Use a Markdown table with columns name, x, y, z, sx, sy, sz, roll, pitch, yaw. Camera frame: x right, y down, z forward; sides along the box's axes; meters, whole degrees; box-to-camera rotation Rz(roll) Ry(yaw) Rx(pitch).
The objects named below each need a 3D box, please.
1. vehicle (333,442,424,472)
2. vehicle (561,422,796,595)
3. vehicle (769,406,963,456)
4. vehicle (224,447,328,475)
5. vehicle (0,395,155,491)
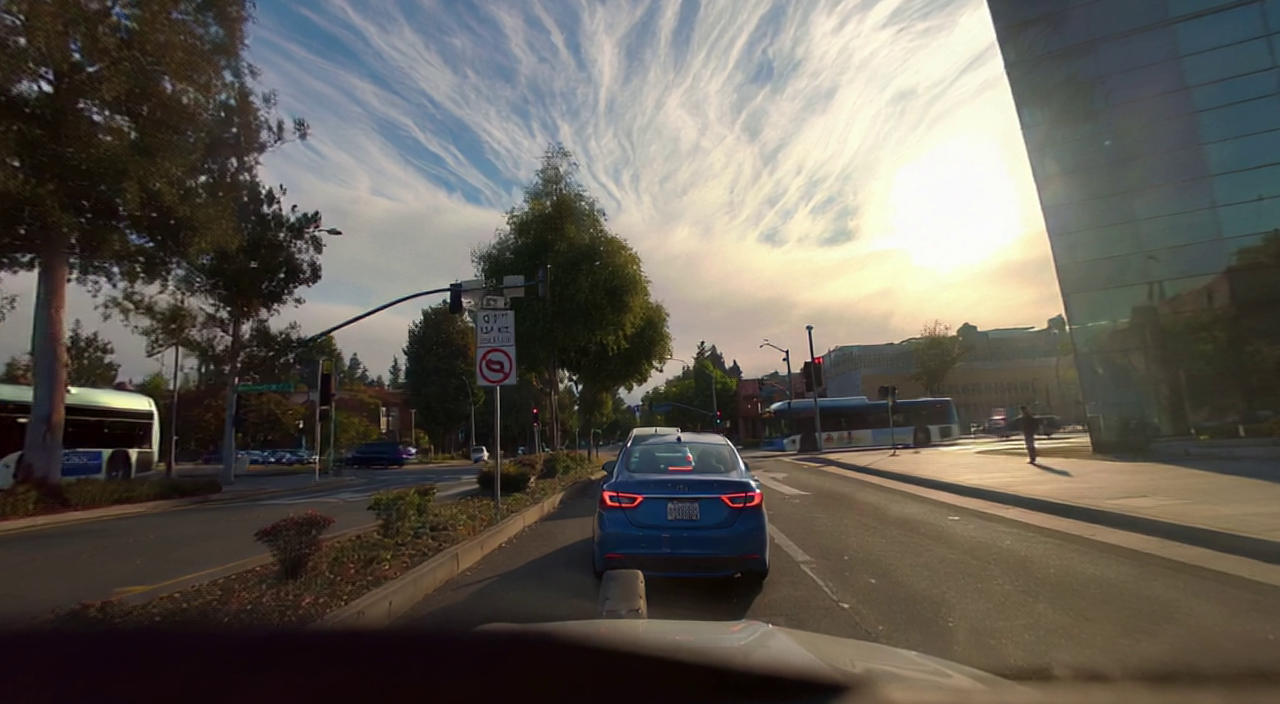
| name | x | y | z | sx | sy | sz | roll | pitch | yaw |
| --- | --- | --- | --- | --- | --- | --- | --- | --- | --- |
| vehicle | -15.401 | 6.153 | 37.373 | 1.892 | 1.645 | 4.561 | -8 | -12 | 44 |
| vehicle | 0.366 | 1.630 | 7.393 | 2.006 | 1.470 | 3.799 | 0 | -8 | 1 |
| vehicle | 17.325 | 6.169 | 49.242 | 13.811 | 3.706 | 2.997 | 0 | -9 | 2 |
| vehicle | -20.913 | 6.249 | 36.513 | 1.883 | 1.461 | 4.830 | -5 | -10 | 28 |
| vehicle | -25.945 | 3.644 | 25.342 | 2.692 | 3.685 | 10.153 | -3 | -9 | 20 |
